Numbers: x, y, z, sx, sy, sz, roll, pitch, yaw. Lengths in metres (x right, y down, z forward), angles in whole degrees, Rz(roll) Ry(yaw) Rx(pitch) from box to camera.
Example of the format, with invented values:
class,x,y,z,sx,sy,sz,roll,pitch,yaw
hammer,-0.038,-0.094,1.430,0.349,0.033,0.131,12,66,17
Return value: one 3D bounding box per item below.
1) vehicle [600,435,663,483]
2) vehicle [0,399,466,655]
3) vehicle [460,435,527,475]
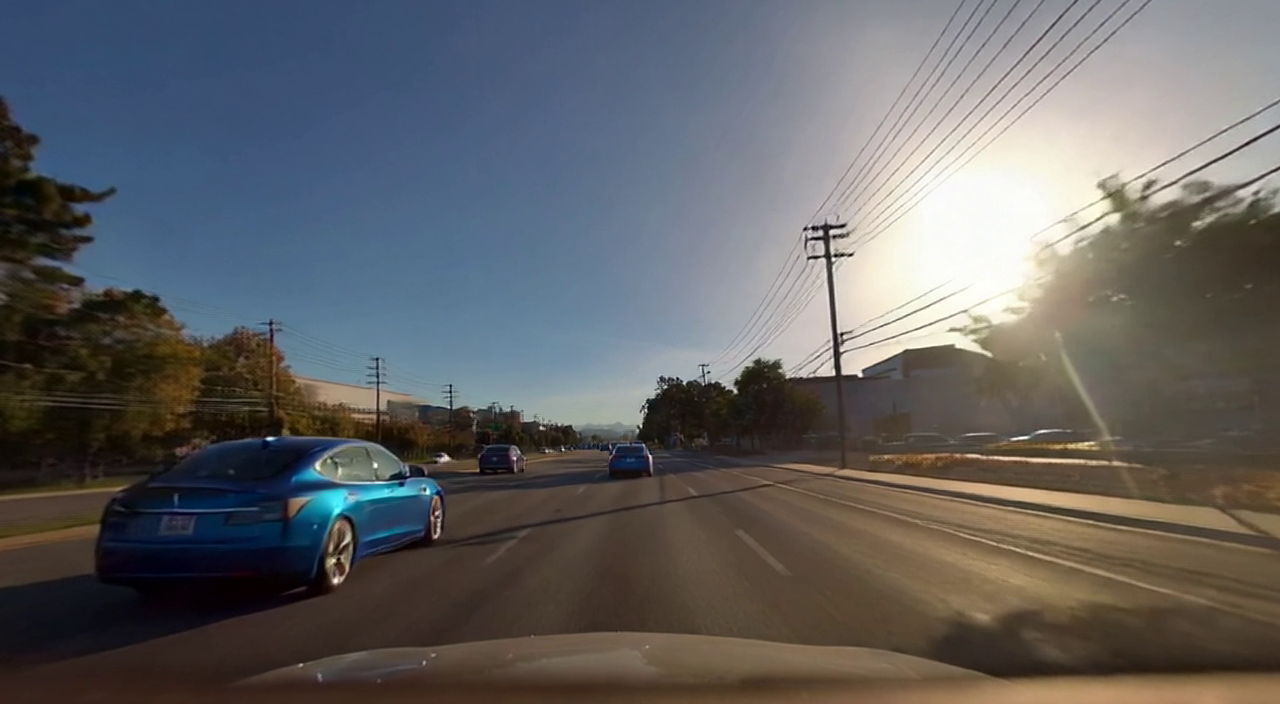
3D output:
class,x,y,z,sx,sy,sz,roll,pitch,yaw
vehicle,-0.312,4.060,24.274,2.189,1.652,4.135,0,-9,0
vehicle,-3.518,1.476,6.518,1.985,1.607,4.892,0,-9,1
vehicle,-7.251,5.144,31.769,2.203,1.819,4.547,0,-9,1
